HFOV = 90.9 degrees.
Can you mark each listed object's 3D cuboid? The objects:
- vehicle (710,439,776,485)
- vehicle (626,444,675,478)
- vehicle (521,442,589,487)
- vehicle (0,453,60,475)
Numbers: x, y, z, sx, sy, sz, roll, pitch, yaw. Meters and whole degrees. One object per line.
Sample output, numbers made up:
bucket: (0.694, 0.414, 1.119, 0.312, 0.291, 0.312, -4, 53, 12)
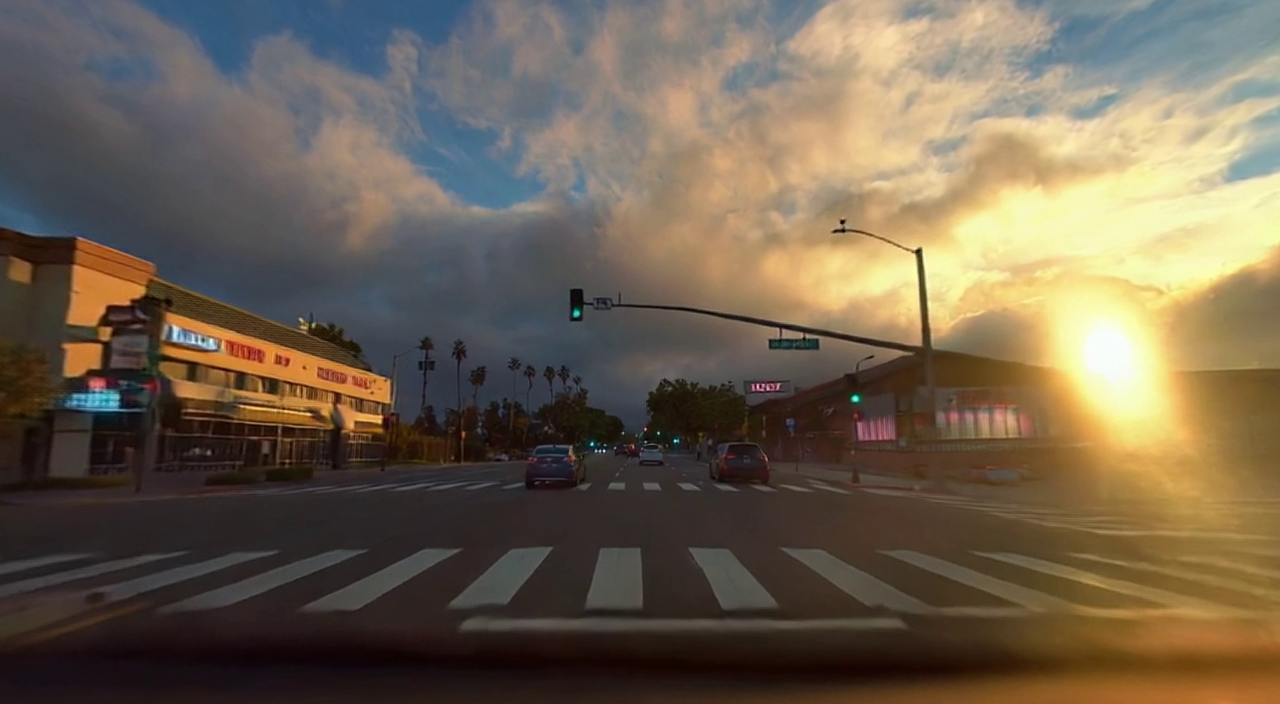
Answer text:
vehicle: (3.972, 4.320, 24.940, 1.987, 1.637, 3.896, 0, -9, 0)
vehicle: (0.444, 5.023, 29.277, 2.103, 1.468, 4.094, 0, -9, 0)
vehicle: (-3.020, 4.098, 23.264, 1.860, 1.510, 4.073, 0, -9, 1)
vehicle: (-44.763, 8.020, 45.245, 1.817, 1.450, 4.567, 0, -9, 2)
